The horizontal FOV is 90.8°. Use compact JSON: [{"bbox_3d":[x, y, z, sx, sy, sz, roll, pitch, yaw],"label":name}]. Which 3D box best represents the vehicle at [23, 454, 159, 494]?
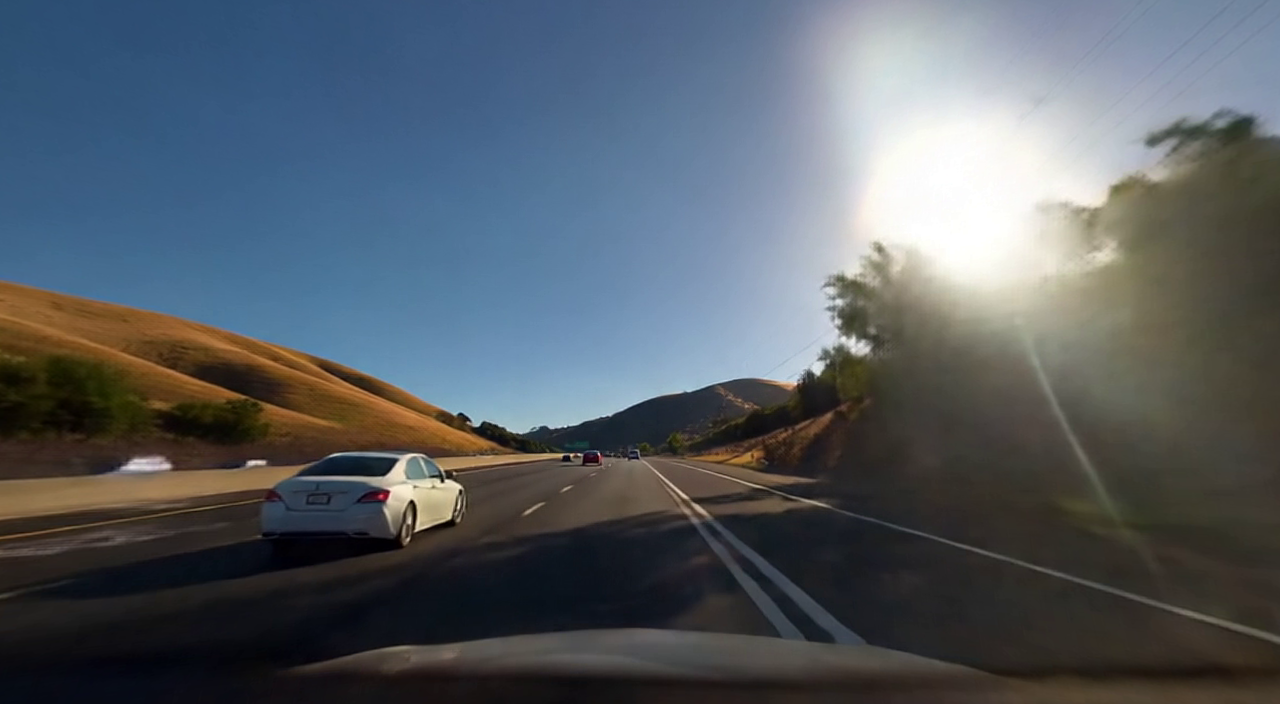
[{"bbox_3d":[-25.582,5.678,29.765,2.003,1.633,4.925,0,-9,-1],"label":"vehicle"}]

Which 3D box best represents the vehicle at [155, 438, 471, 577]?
[{"bbox_3d":[-4.224,2.074,9.399,2.064,1.489,4.966,0,-9,0],"label":"vehicle"}]
